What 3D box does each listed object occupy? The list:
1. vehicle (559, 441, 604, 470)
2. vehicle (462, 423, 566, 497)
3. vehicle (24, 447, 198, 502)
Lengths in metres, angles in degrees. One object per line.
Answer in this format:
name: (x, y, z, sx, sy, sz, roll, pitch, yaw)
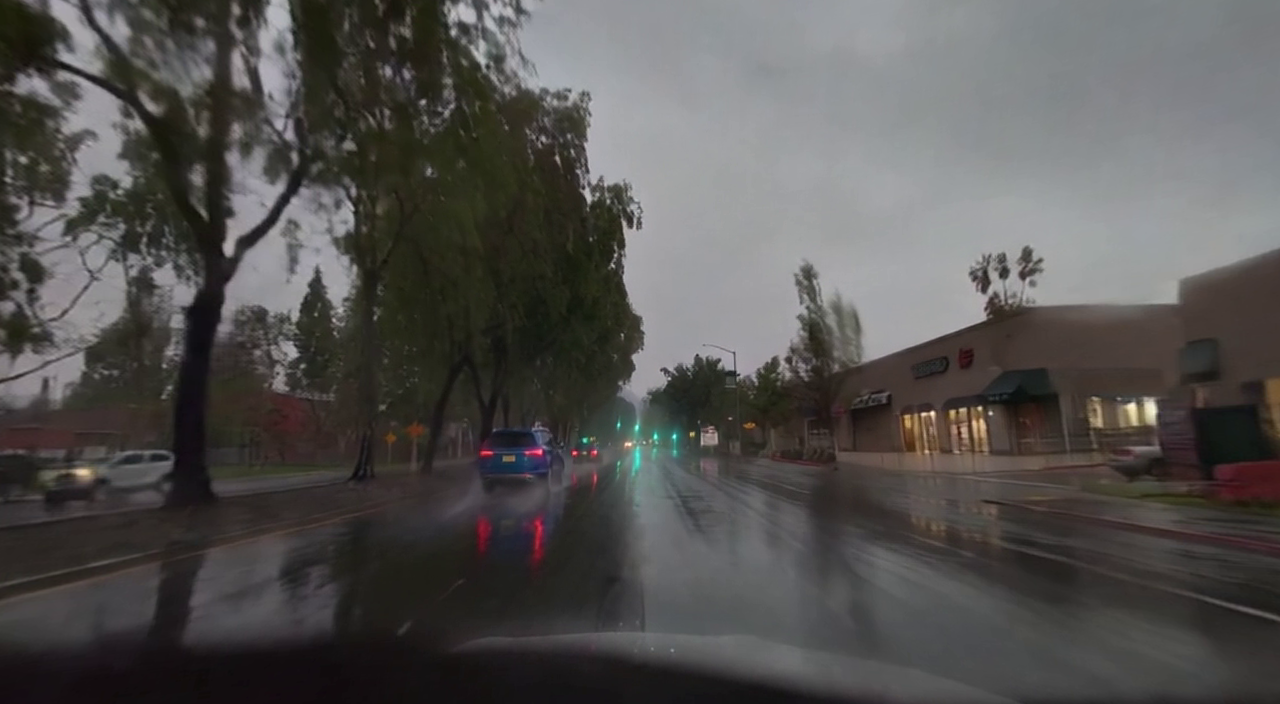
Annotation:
vehicle: (-3.128, 5.649, 34.763, 2.069, 1.470, 4.601, 0, -8, 0)
vehicle: (-3.359, 2.982, 17.813, 2.042, 1.817, 4.364, 0, -8, 0)
vehicle: (-16.493, 3.799, 20.059, 1.832, 1.499, 4.241, 0, -8, 0)
